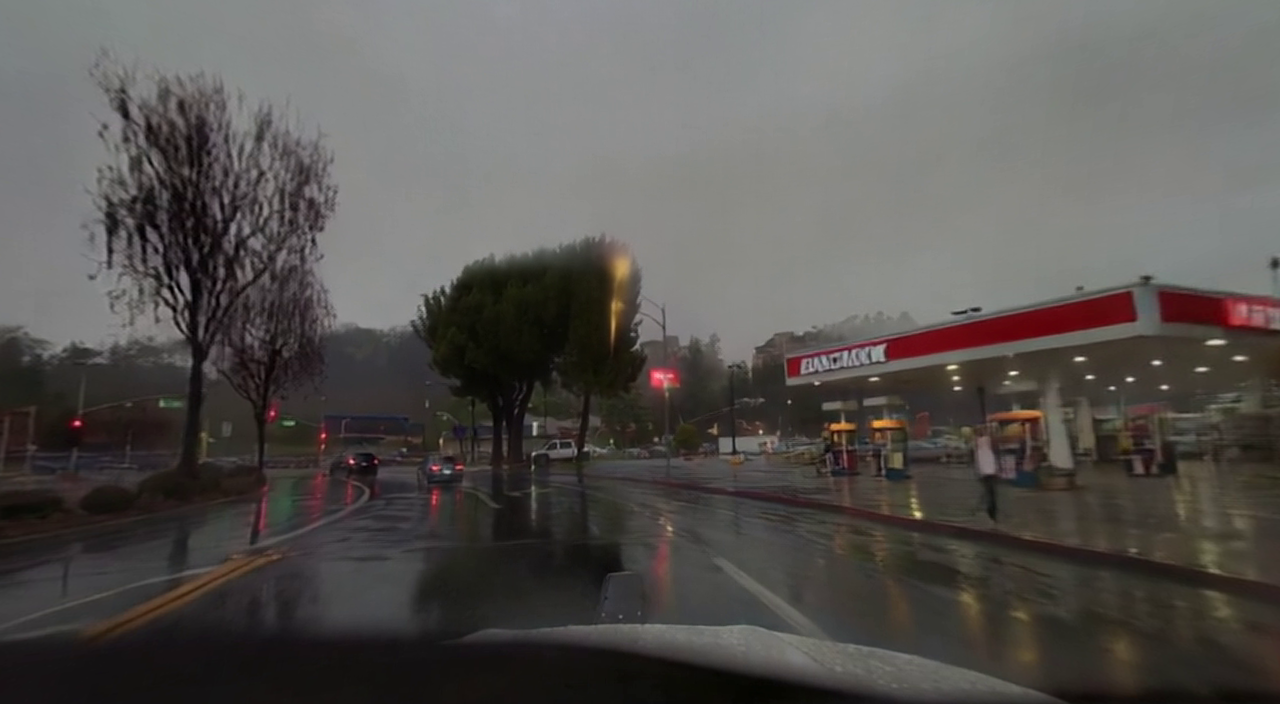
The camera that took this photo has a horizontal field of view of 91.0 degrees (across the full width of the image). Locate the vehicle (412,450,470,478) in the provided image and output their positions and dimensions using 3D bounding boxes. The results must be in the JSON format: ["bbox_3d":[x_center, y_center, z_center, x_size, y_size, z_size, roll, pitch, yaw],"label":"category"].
[{"bbox_3d":[-14.413,8.019,45.428,2.202,1.822,4.826,8,-12,-40],"label":"vehicle"}]

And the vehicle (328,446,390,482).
[{"bbox_3d":[-17.160,6.776,38.348,2.254,2.006,4.766,7,-11,-37],"label":"vehicle"}]
